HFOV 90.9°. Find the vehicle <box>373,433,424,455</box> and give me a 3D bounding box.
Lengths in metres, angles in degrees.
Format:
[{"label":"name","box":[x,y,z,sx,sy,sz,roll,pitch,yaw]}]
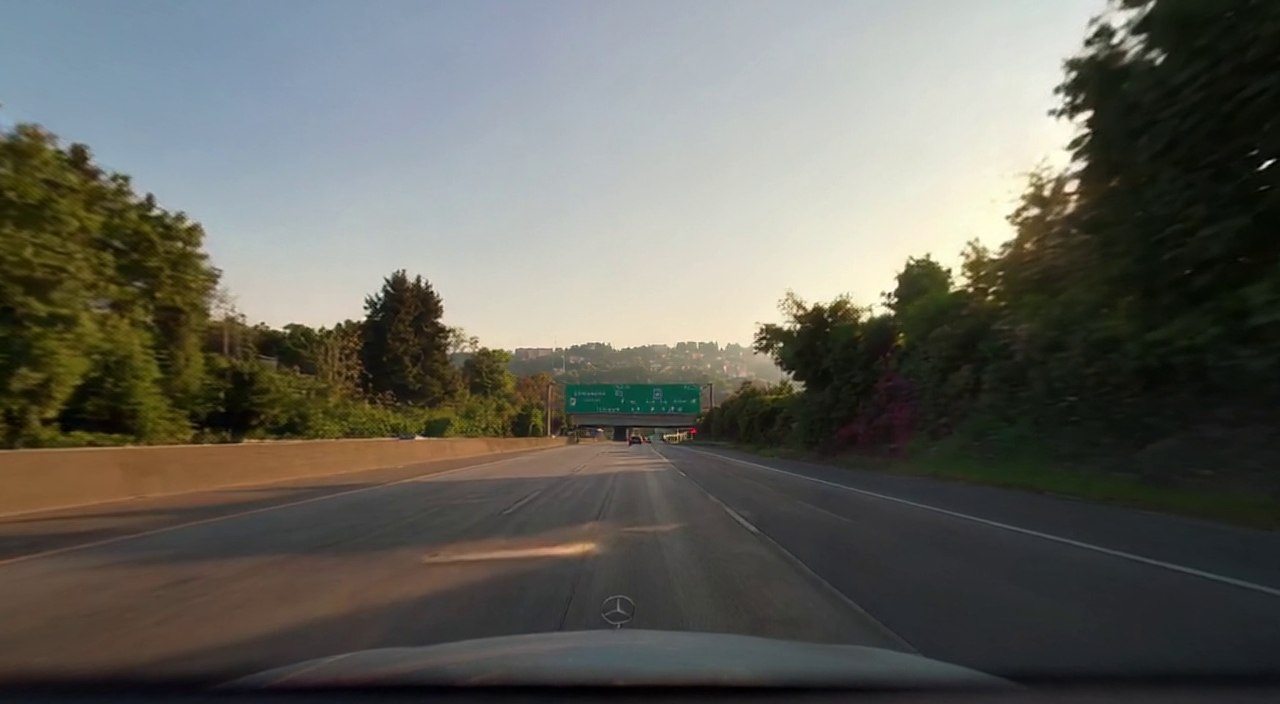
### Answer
[{"label":"vehicle","box":[-17.771,6.744,46.498,1.952,1.511,4.682,0,-8,-1]}]
